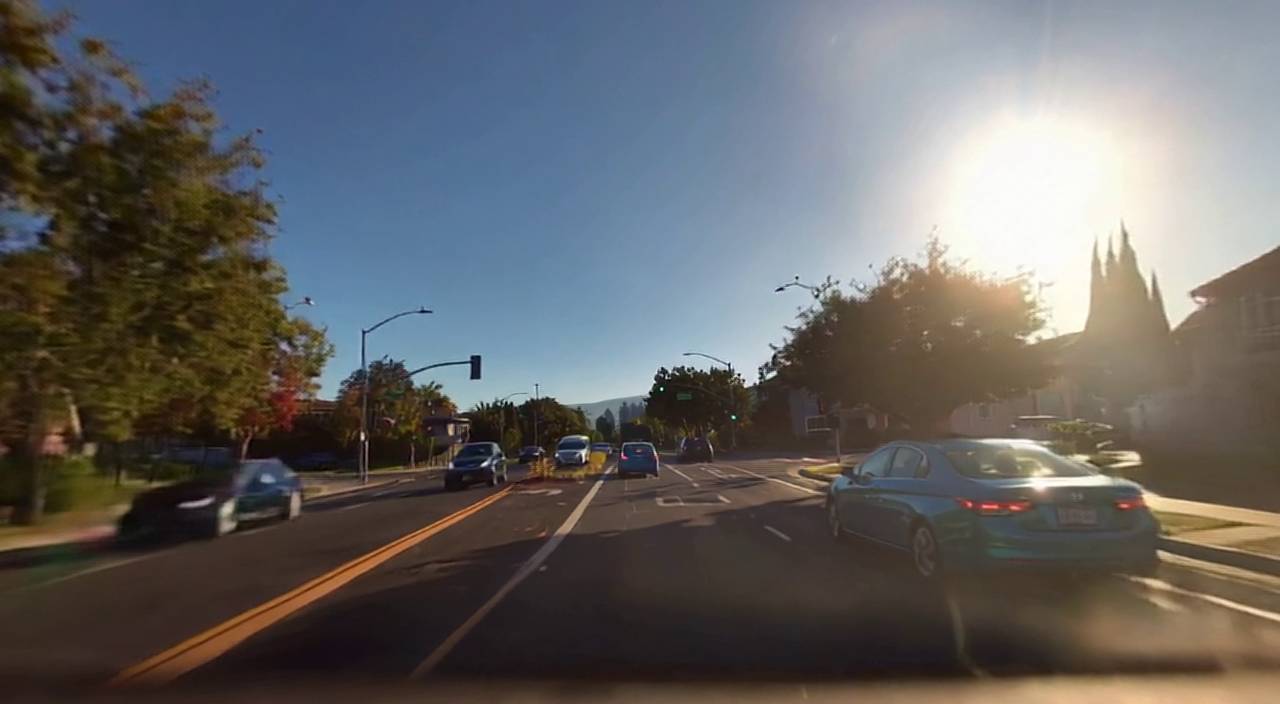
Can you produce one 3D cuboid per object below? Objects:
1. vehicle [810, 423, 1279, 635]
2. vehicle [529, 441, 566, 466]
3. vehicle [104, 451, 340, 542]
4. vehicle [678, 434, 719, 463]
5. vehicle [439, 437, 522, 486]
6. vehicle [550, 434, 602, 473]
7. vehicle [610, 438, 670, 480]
[{"bbox_3d":[3.414,1.537,6.625,1.973,1.447,4.402,0,-8,-1],"label":"vehicle"},{"bbox_3d":[-6.431,7.117,44.405,2.051,1.663,4.031,0,-8,0],"label":"vehicle"},{"bbox_3d":[-8.193,2.817,13.048,1.938,1.461,4.493,0,-8,-2],"label":"vehicle"},{"bbox_3d":[3.938,6.589,43.251,2.187,1.847,4.553,0,-8,-2],"label":"vehicle"},{"bbox_3d":[-6.306,4.362,25.596,2.146,1.768,4.664,0,-8,0],"label":"vehicle"},{"bbox_3d":[-3.066,4.977,31.338,2.083,1.741,5.530,0,-8,-1],"label":"vehicle"},{"bbox_3d":[-0.012,4.082,24.498,2.114,1.483,4.207,0,-8,-1],"label":"vehicle"}]
